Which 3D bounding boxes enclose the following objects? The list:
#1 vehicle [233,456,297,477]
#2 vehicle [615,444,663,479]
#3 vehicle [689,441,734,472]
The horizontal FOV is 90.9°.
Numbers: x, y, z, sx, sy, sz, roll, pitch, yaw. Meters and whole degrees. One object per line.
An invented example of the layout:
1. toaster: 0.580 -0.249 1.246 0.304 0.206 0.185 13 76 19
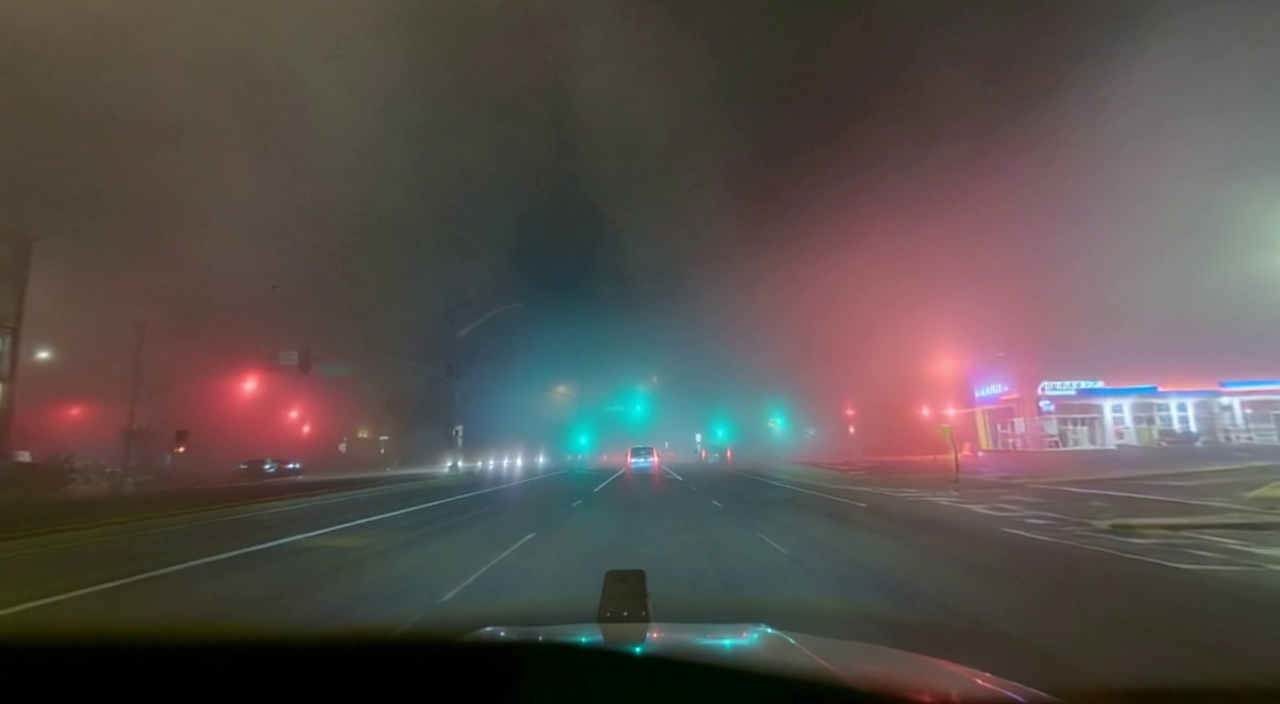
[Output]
1. vehicle: -29.300 8.925 49.388 1.879 1.489 4.627 -1 -9 6
2. vehicle: -0.047 4.973 28.980 2.059 1.477 3.988 0 -8 0
3. vehicle: 4.109 6.050 36.841 2.007 1.683 4.171 0 -8 -2
